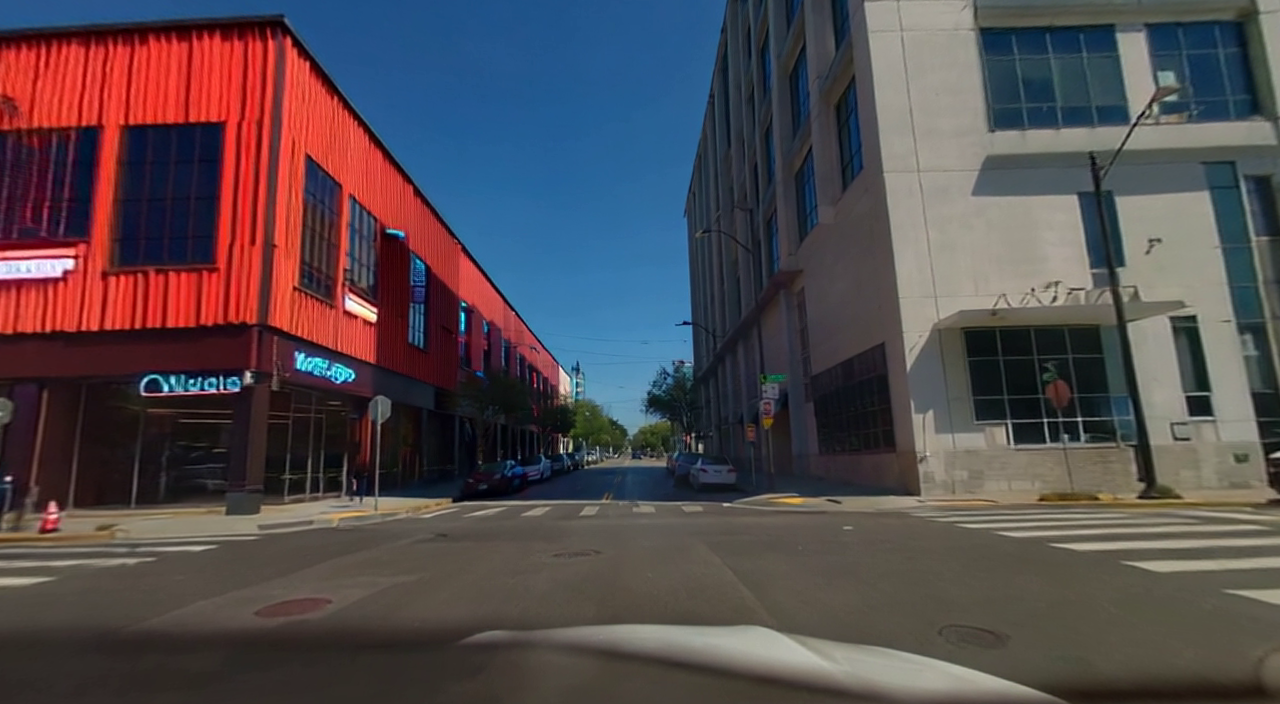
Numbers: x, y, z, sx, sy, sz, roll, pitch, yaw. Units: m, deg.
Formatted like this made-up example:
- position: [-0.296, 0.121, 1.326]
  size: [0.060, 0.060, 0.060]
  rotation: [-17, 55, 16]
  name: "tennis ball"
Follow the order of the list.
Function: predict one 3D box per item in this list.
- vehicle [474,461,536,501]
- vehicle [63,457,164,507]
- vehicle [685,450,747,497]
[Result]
- position: [-5.609, 5.405, 26.790]
  size: [1.864, 1.447, 3.887]
  rotation: [0, -9, -2]
  name: "vehicle"
- position: [-27.364, 6.704, 33.025]
  size: [1.665, 1.432, 4.120]
  rotation: [10, 0, -1]
  name: "vehicle"
- position: [2.961, 4.844, 25.584]
  size: [1.917, 1.680, 4.500]
  rotation: [0, -9, 0]
  name: "vehicle"
